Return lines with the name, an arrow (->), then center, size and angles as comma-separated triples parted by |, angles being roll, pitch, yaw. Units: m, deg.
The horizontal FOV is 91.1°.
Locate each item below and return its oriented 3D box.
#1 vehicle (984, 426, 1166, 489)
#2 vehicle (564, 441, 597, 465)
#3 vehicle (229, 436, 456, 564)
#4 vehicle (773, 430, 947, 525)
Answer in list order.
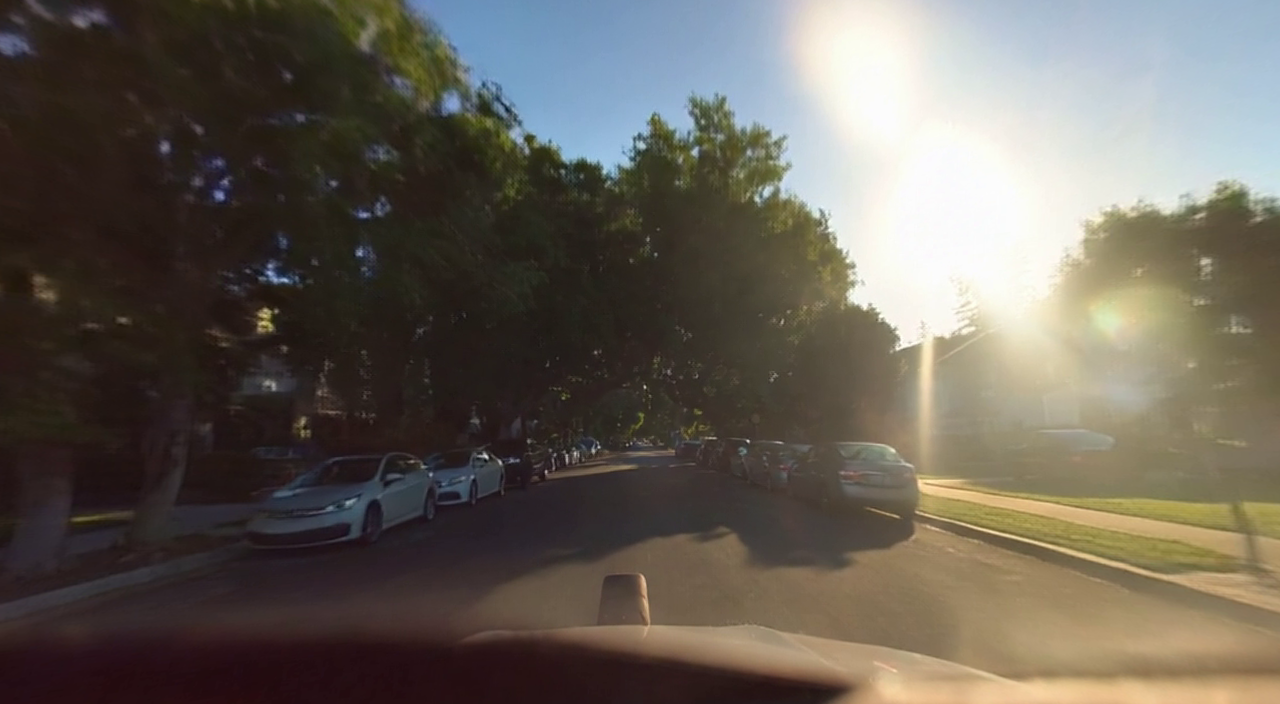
vehicle -> 11.185, 2.747, 16.575 | 1.968, 1.446, 3.961 | 0, -8, 0
vehicle -> -4.341, 7.414, 46.369 | 2.013, 1.645, 4.318 | 0, -8, 0
vehicle -> -4.547, 2.242, 10.423 | 1.870, 1.562, 4.212 | -3, -8, -2
vehicle -> 4.074, 2.380, 12.531 | 1.862, 1.525, 4.421 | 0, -8, 0
